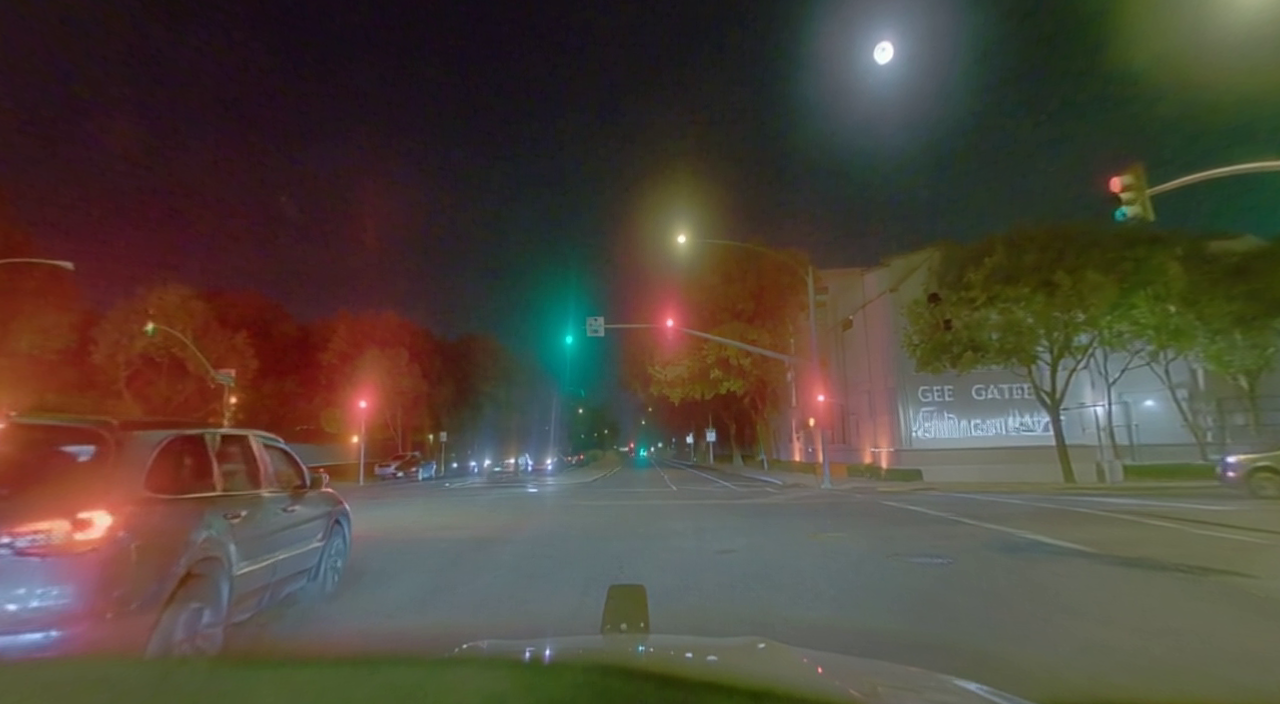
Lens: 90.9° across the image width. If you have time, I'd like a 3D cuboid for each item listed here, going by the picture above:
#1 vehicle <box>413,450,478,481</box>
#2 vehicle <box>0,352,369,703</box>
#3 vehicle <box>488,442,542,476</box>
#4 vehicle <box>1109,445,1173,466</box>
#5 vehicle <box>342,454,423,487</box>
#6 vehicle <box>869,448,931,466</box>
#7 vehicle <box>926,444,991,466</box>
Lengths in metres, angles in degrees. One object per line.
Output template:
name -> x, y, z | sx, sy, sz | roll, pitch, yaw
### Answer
vehicle -> -10.633, 6.202, 34.854 | 2.041, 1.548, 4.868 | 0, -8, 0
vehicle -> -3.884, 1.207, 4.874 | 2.000, 1.789, 4.638 | 1, -8, -7
vehicle -> -7.163, 6.158, 36.618 | 2.081, 1.818, 4.782 | 0, -8, 1
vehicle -> 38.485, 7.943, 48.573 | 1.837, 1.514, 4.786 | -2, -9, 13
vehicle -> -13.126, 6.045, 32.484 | 2.011, 1.480, 4.747 | 0, -8, 3
vehicle -> 20.503, 8.253, 49.768 | 4.120, 1.340, 1.654 | -1, -8, 4
vehicle -> 21.476, 6.959, 42.512 | 3.576, 1.425, 1.702 | 2, -9, -12
